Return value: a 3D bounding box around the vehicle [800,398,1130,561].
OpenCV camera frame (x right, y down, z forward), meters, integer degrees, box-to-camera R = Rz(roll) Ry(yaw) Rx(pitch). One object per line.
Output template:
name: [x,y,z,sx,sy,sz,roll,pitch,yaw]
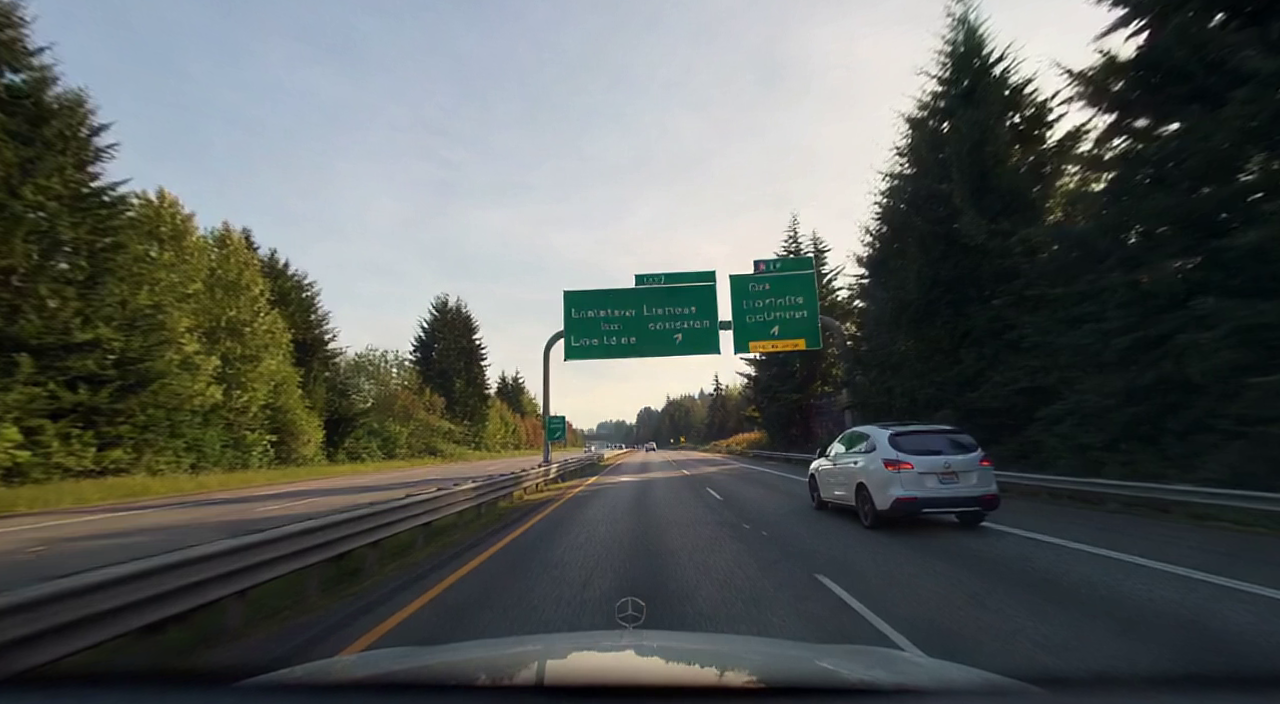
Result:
vehicle: [4.247,1.767,9.470,2.360,1.798,4.781,1,-8,-1]
